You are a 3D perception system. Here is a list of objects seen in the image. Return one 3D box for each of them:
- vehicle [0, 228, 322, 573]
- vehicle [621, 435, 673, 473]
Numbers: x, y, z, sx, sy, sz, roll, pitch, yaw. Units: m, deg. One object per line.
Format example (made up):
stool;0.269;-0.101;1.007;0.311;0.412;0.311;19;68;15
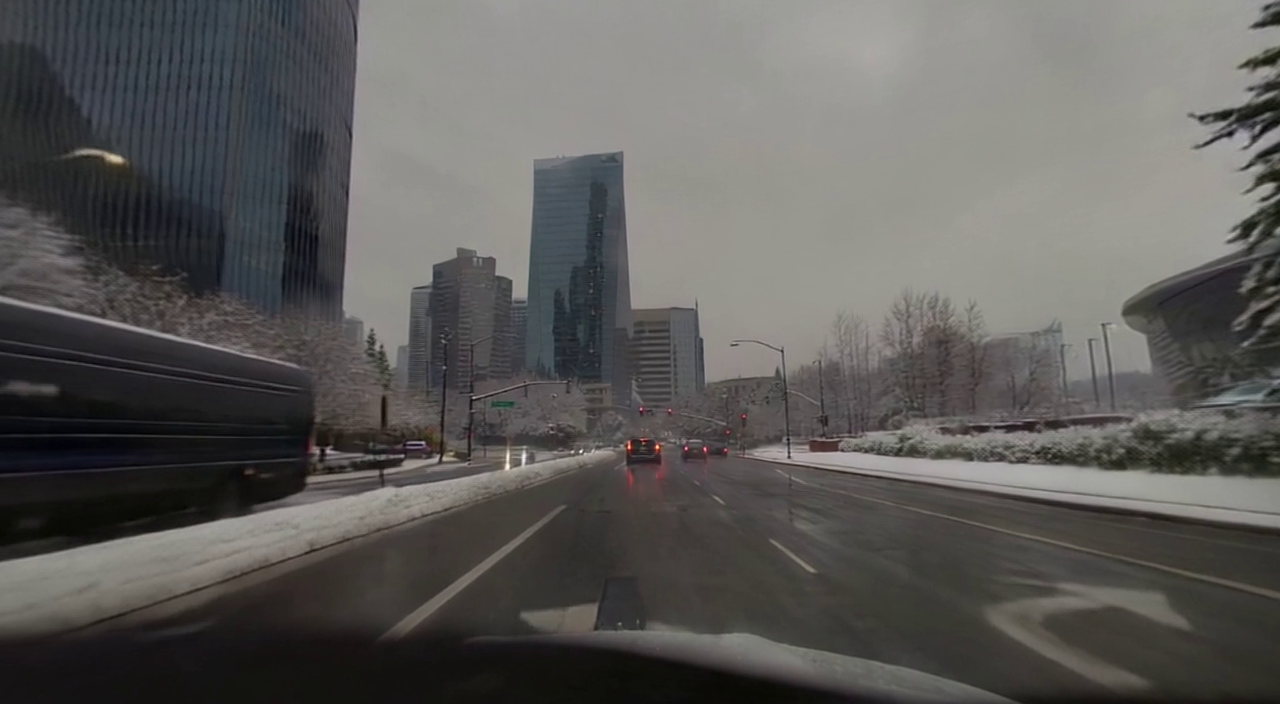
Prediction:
vehicle;-8.890;0.779;8.651;3.065;3.928;11.252;0;-9;0
vehicle;0.330;5.487;33.906;2.601;1.878;4.535;0;-9;0
